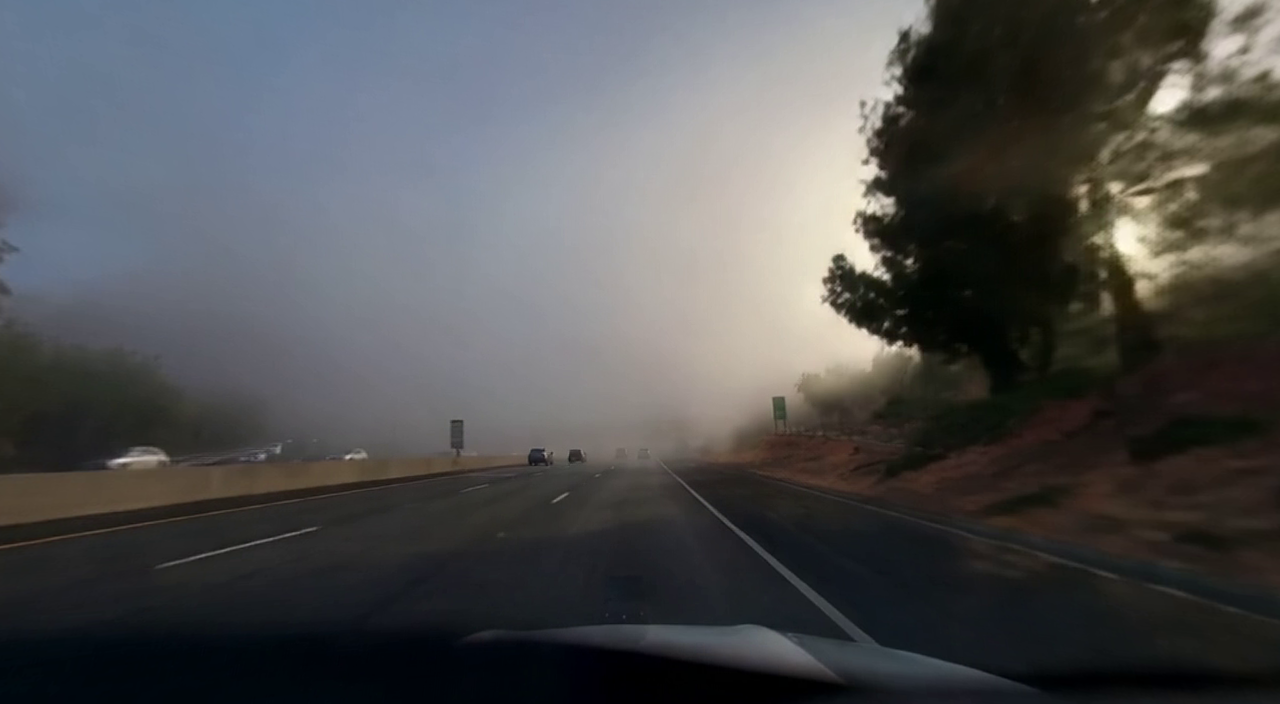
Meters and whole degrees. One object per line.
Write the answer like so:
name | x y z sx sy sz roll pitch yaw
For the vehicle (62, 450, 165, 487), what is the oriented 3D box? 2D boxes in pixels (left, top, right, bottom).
vehicle | -20.915 4.615 25.210 1.447 1.320 3.188 0 -8 -2
